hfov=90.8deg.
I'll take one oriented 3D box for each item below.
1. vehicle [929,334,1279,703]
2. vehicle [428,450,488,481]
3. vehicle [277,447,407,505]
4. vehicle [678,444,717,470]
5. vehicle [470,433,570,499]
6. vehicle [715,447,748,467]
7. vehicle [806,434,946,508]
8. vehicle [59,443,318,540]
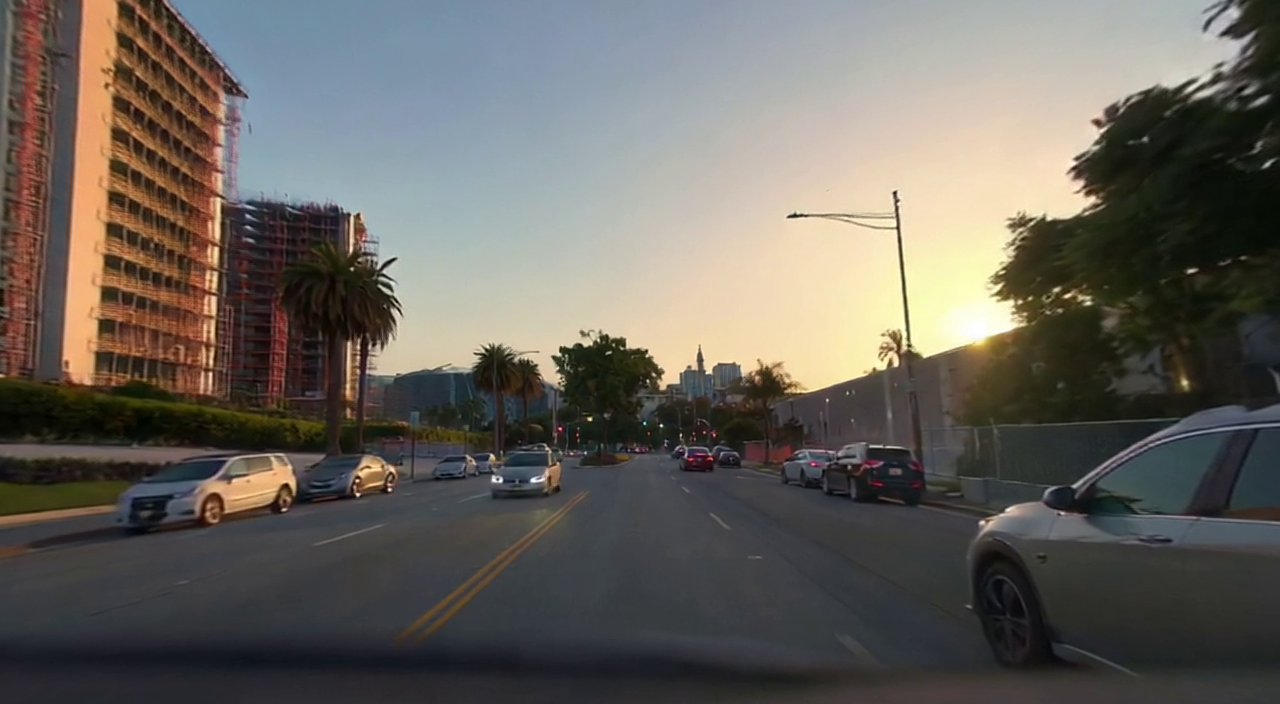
[{"bbox_3d":[3.121,0.827,2.388,1.953,1.687,4.344,0,-8,0],"label":"vehicle"},{"bbox_3d":[-9.583,6.007,33.655,1.826,1.445,4.325,0,-8,2],"label":"vehicle"},{"bbox_3d":[-9.736,4.038,21.204,1.951,1.644,4.987,0,-8,0],"label":"vehicle"},{"bbox_3d":[3.481,6.382,38.783,1.999,1.487,3.939,0,-8,0],"label":"vehicle"},{"bbox_3d":[-3.403,3.314,18.809,2.096,1.716,4.300,0,-8,1],"label":"vehicle"},{"bbox_3d":[6.865,7.880,47.618,1.819,1.435,4.337,0,-8,0],"label":"vehicle"},{"bbox_3d":[6.325,3.202,17.583,1.981,1.768,4.405,0,-8,-3],"label":"vehicle"},{"bbox_3d":[-9.698,2.959,14.318,2.051,1.762,5.059,0,-8,1],"label":"vehicle"}]
